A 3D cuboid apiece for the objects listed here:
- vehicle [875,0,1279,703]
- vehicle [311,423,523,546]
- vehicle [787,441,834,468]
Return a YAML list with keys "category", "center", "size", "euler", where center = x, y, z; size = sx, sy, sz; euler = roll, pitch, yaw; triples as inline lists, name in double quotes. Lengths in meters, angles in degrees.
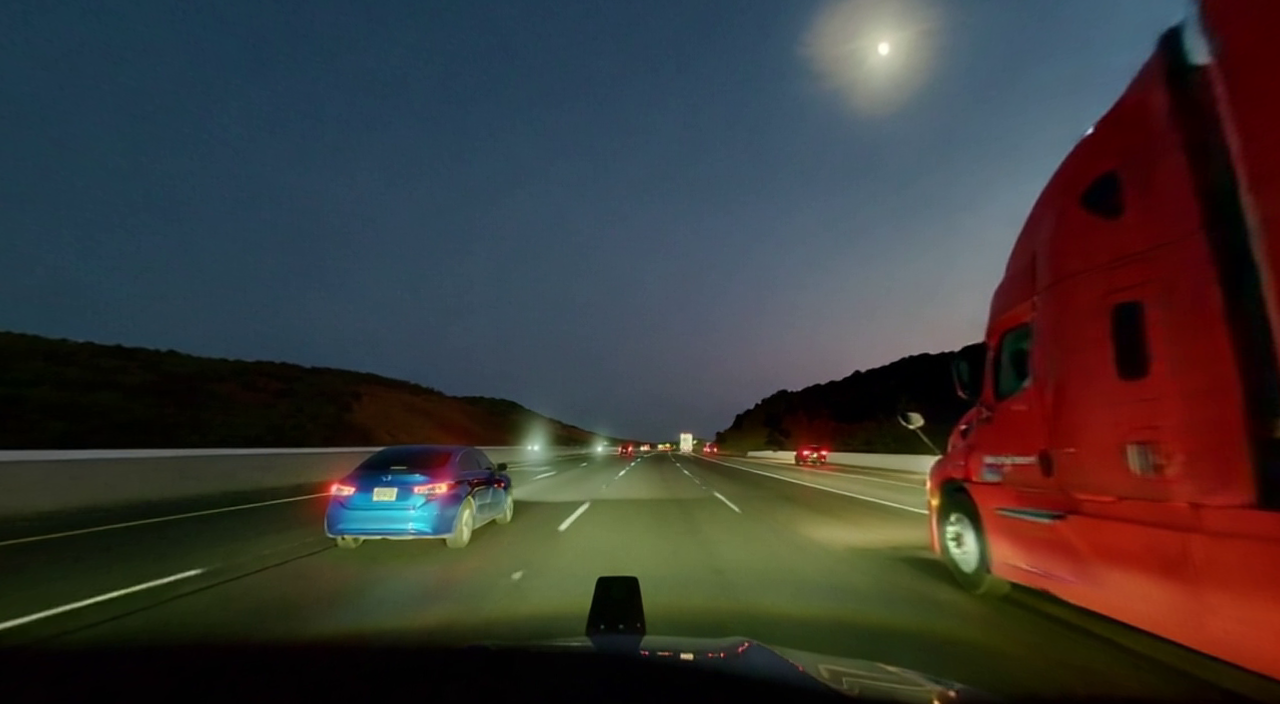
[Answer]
- category: "vehicle"
  center: [4.056, -0.136, 2.302]
  size: [3.277, 3.871, 7.882]
  euler: [0, -9, 0]
- category: "vehicle"
  center: [-3.337, 2.053, 10.342]
  size: [1.967, 1.615, 3.886]
  euler: [0, -9, 1]
- category: "vehicle"
  center: [12.025, 7.234, 44.498]
  size: [2.062, 1.736, 4.589]
  euler: [0, -9, 0]
